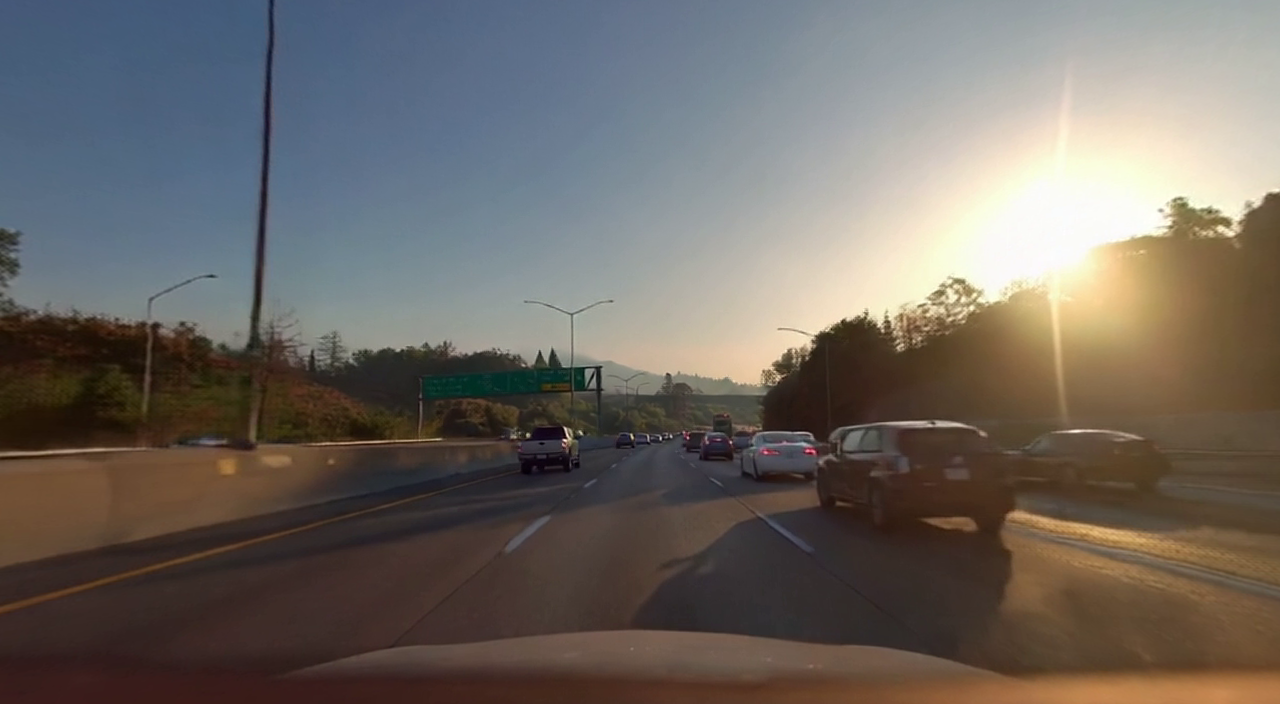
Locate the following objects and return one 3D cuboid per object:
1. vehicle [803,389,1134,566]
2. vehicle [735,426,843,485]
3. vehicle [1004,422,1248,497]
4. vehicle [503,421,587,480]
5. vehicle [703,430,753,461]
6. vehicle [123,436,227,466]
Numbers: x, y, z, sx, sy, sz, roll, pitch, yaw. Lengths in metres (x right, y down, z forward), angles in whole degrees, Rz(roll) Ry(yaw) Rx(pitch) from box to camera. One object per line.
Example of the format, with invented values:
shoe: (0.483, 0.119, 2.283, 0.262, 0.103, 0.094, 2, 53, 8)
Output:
vehicle: (3.786, 1.542, 8.440, 1.991, 1.715, 4.455, 0, -8, 0)
vehicle: (4.192, 3.010, 18.610, 2.088, 1.491, 4.549, 0, -8, 0)
vehicle: (10.898, 2.439, 14.716, 1.968, 1.457, 4.559, 0, -8, -2)
vehicle: (-2.989, 3.219, 20.796, 2.006, 1.741, 4.277, -1, -8, 2)
vehicle: (4.554, 4.949, 33.373, 1.999, 1.482, 4.743, 0, -8, 0)
vehicle: (-25.761, 5.492, 35.203, 1.913, 1.509, 4.728, -1, -8, 6)
